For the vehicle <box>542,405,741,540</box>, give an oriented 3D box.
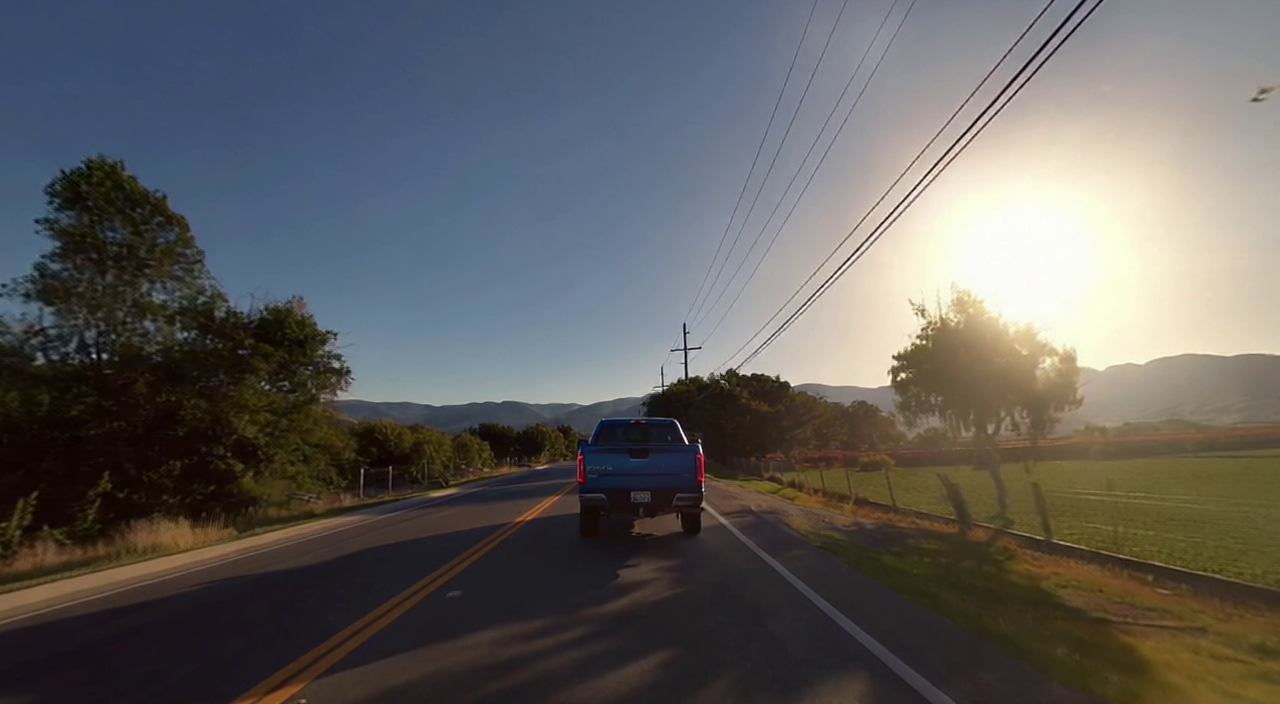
[{"bbox_3d":[-0.048,2.108,11.819,2.774,1.861,5.885,0,-8,-1],"label":"vehicle"}]
